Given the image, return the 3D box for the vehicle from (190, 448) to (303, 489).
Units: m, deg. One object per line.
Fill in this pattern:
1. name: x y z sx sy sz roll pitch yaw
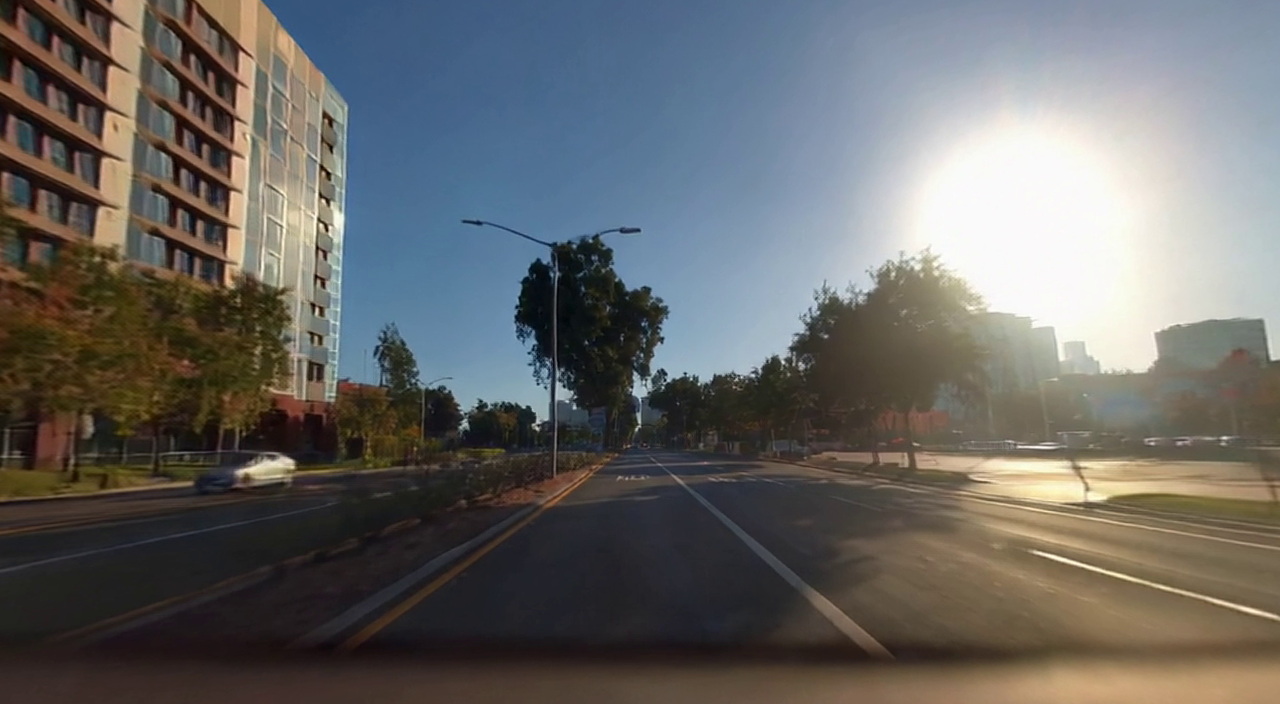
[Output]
1. vehicle: -16.163 4.780 26.283 1.908 1.492 4.285 0 -9 0
